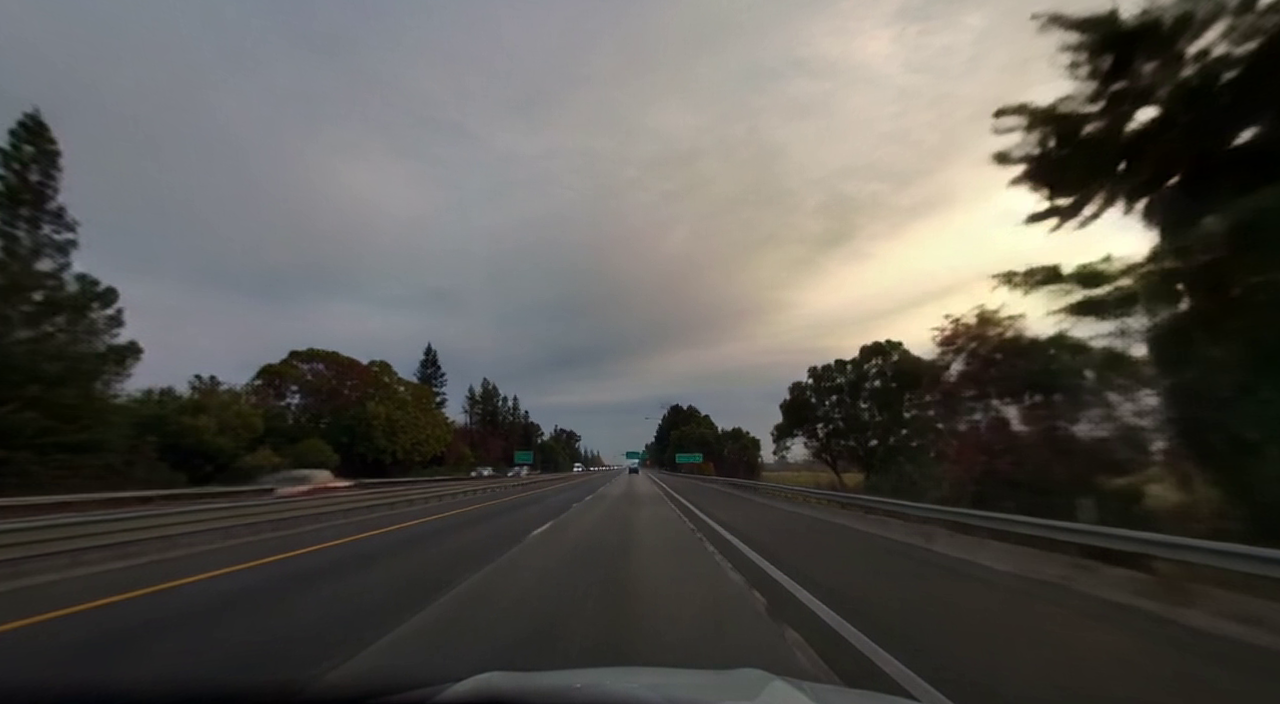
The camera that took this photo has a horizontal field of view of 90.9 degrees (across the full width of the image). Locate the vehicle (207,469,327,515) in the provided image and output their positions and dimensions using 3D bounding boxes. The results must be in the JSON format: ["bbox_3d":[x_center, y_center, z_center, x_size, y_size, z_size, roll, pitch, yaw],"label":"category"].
[{"bbox_3d":[-13.010,4.874,22.286,1.780,1.441,4.041,1,-11,-1],"label":"vehicle"}]
